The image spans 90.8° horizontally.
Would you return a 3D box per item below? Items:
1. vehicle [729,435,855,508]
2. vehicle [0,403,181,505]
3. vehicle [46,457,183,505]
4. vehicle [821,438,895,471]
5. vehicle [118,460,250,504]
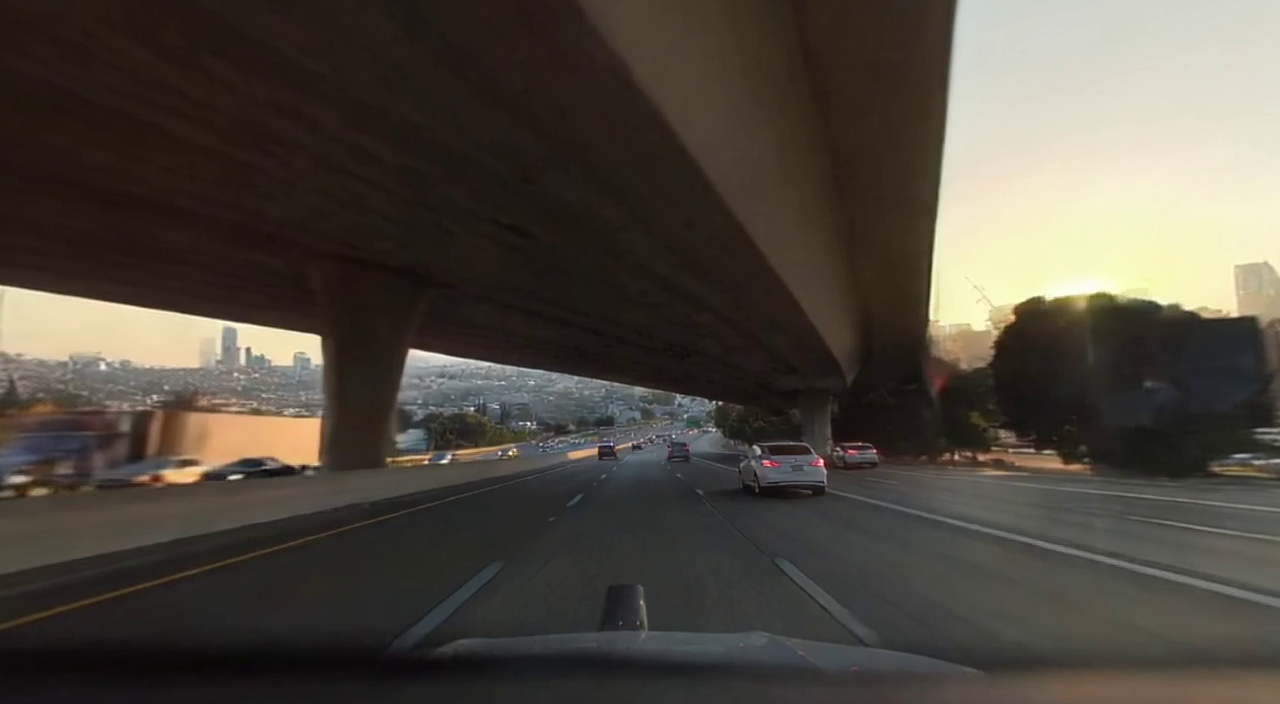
[{"bbox_3d":[3.492,2.812,15.340,1.961,1.504,4.094,0,-8,-1],"label":"vehicle"},{"bbox_3d":[-25.642,4.607,28.896,3.040,3.957,8.113,0,-8,0],"label":"vehicle"},{"bbox_3d":[-21.657,5.288,26.303,1.954,1.694,4.325,0,-8,0],"label":"vehicle"},{"bbox_3d":[10.650,5.039,31.196,2.019,1.529,4.385,0,-8,-1],"label":"vehicle"},{"bbox_3d":[-17.770,5.050,24.926,1.856,1.479,4.463,0,-8,0],"label":"vehicle"}]
